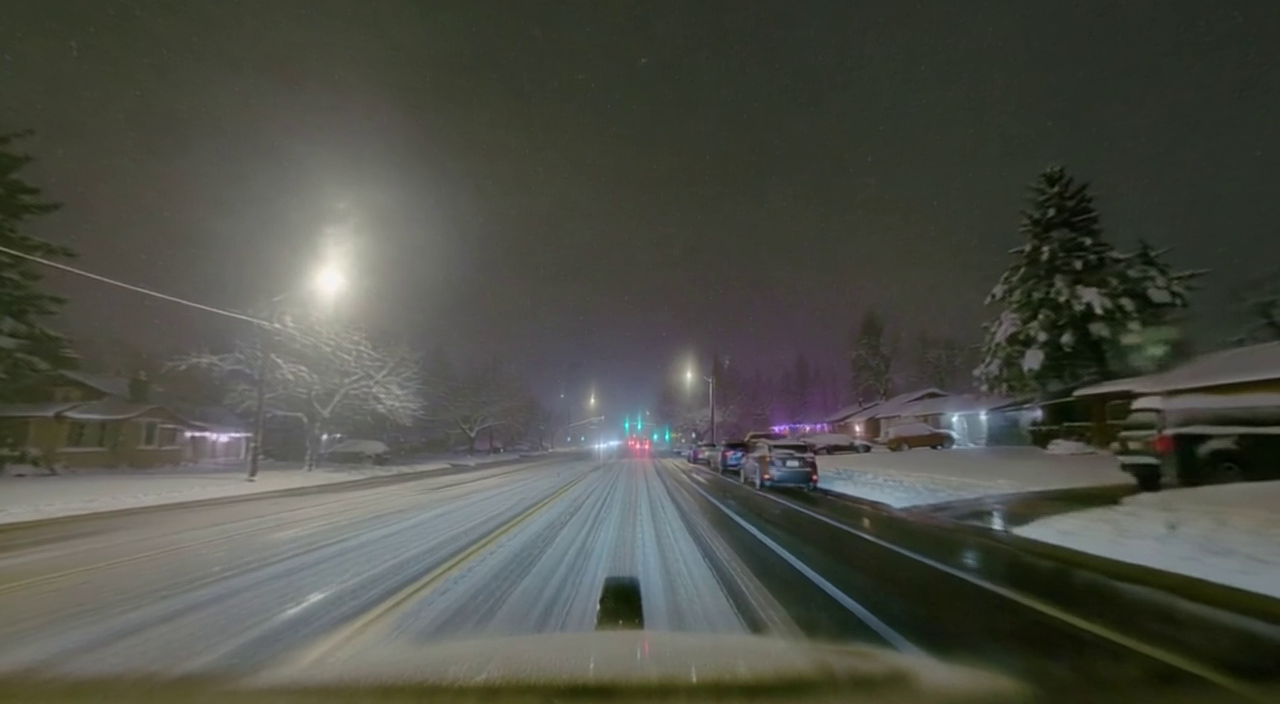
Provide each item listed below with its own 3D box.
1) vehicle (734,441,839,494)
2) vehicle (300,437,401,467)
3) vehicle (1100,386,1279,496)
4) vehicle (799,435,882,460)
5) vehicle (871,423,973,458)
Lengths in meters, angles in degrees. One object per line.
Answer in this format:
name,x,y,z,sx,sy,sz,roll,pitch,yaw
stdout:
vehicle,4.514,3.628,20.360,1.968,1.467,5.107,0,-8,-3
vehicle,-19.387,6.732,42.329,5.684,1.934,2.217,0,-8,0
vehicle,12.548,1.766,12.569,4.857,1.987,2.296,0,-8,0
vehicle,12.598,6.022,39.756,4.593,1.480,1.819,0,-8,-2
vehicle,18.146,5.698,40.616,5.481,1.869,2.195,-2,-7,-7
